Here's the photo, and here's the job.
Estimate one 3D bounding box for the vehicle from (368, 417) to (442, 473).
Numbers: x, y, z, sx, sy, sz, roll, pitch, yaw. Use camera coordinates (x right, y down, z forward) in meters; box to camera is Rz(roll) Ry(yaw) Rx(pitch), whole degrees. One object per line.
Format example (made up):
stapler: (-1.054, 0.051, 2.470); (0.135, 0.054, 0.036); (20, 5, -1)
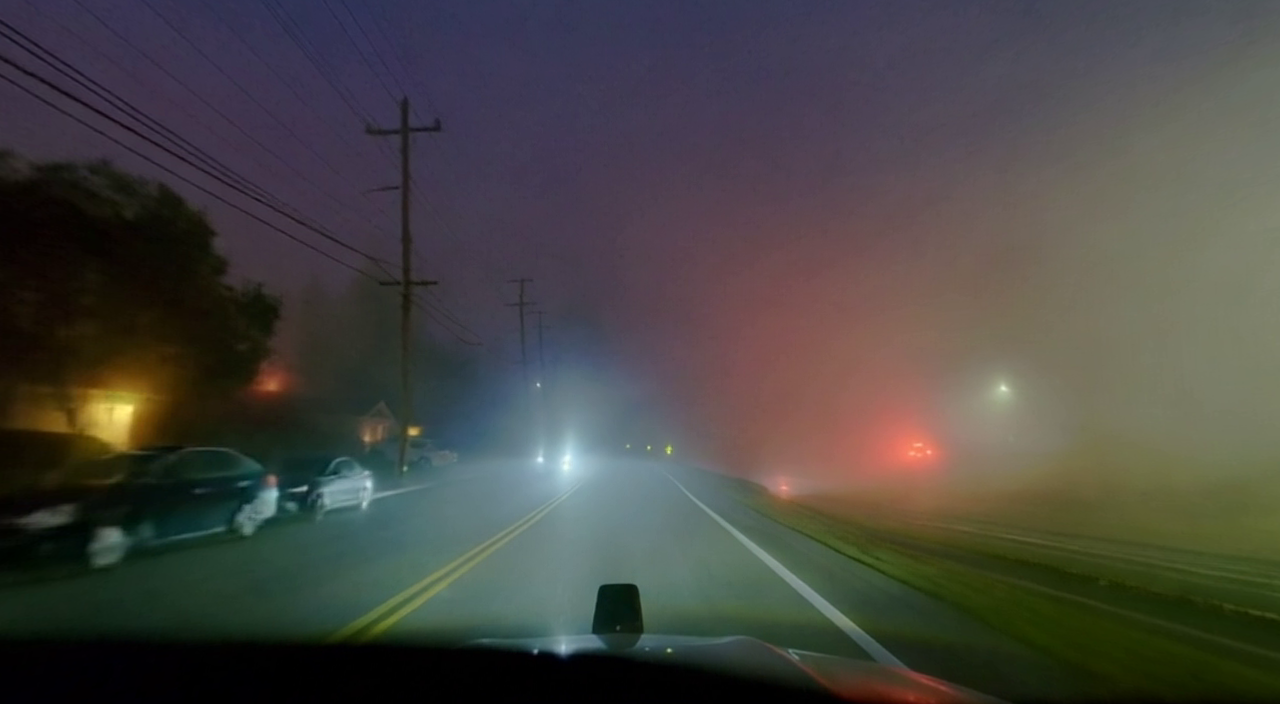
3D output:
vehicle: (-11.978, 4.830, 32.741); (2.451, 2.641, 5.869); (2, -9, -10)

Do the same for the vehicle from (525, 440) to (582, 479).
vehicle: (-4.022, 5.078, 30.103); (2.103, 1.690, 4.508); (0, -9, 0)

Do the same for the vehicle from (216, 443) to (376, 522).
vehicle: (-7.570, 2.880, 14.310); (1.744, 1.538, 3.331); (1, -10, -2)

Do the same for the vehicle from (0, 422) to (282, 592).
vehicle: (-7.201, 1.929, 8.641); (1.920, 1.681, 4.490); (1, -10, 0)
